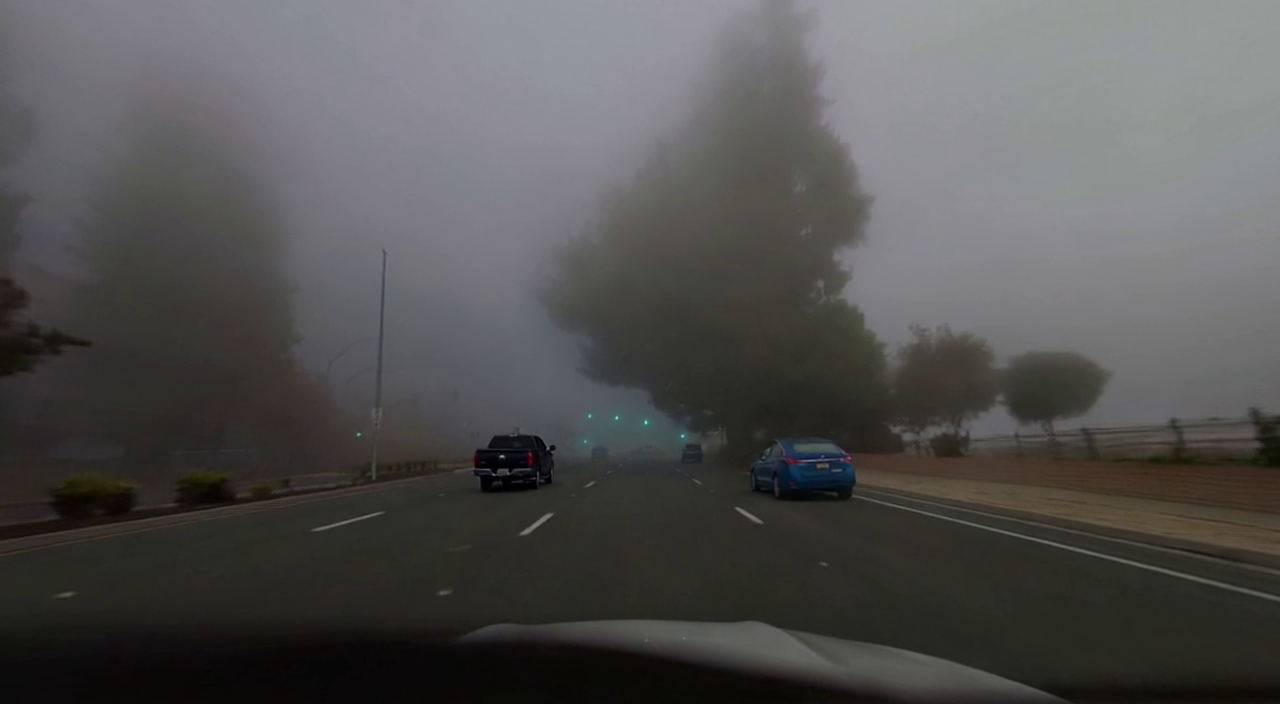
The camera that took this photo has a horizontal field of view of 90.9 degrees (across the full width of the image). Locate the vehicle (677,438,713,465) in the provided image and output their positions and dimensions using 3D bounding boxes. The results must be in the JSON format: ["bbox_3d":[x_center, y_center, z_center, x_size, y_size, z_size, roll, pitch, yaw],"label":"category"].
[{"bbox_3d":[4.167,7.610,48.427,2.321,1.957,5.037,0,-9,1],"label":"vehicle"}]

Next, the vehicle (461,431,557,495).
[{"bbox_3d":[-3.925,3.423,19.756,2.002,1.747,4.728,0,-9,0],"label":"vehicle"}]

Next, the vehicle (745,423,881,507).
[{"bbox_3d":[4.002,2.708,15.428,2.016,1.736,4.356,0,-9,-1],"label":"vehicle"}]
